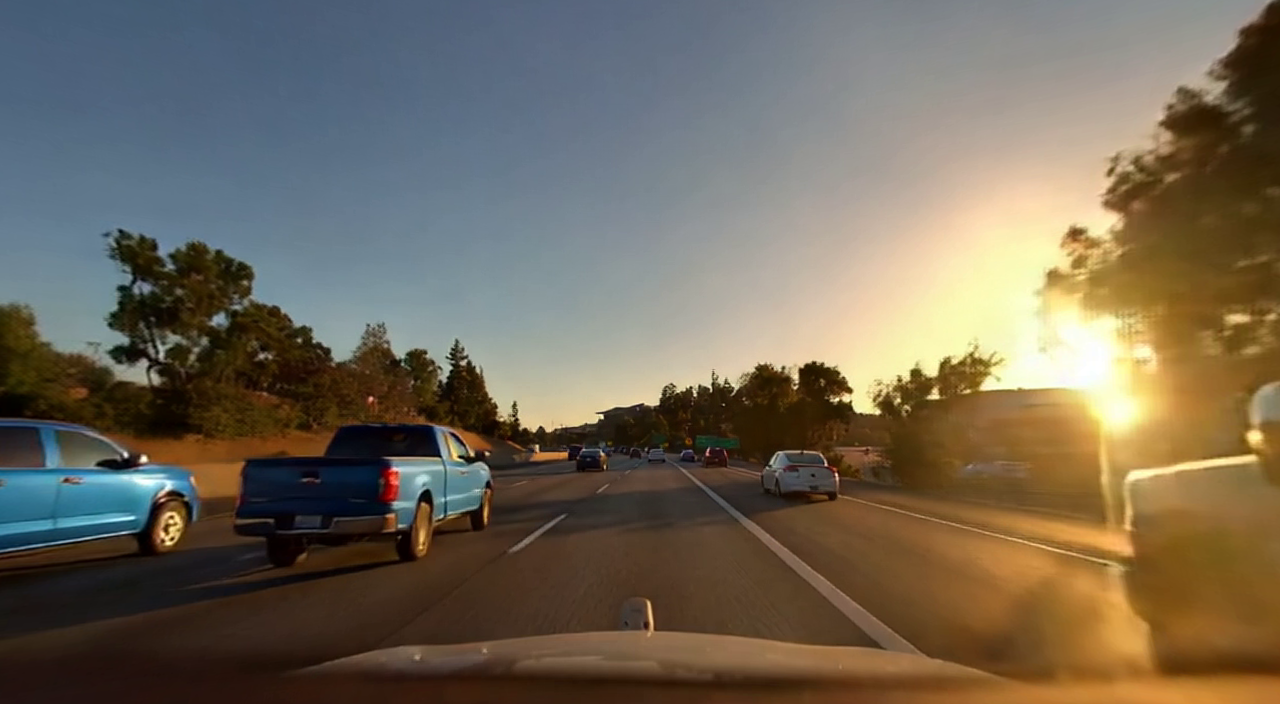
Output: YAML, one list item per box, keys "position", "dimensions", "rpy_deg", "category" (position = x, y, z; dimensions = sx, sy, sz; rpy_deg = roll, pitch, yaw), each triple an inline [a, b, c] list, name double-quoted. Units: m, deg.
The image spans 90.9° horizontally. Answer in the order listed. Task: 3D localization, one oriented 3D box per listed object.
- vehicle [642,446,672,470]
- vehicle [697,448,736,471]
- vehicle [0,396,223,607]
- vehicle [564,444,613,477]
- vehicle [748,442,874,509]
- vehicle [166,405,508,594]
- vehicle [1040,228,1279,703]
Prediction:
- position: [1.218, 7.743, 46.407]
  dimensions: [2.080, 1.682, 4.150]
  rpy_deg: [0, -8, 1]
  category: "vehicle"
- position: [5.135, 7.283, 42.876]
  dimensions: [2.072, 1.456, 4.537]
  rpy_deg: [0, -8, 1]
  category: "vehicle"
- position: [-6.765, 1.329, 5.656]
  dimensions: [2.428, 1.812, 5.131]
  rpy_deg: [0, -8, 2]
  category: "vehicle"
- position: [-2.782, 5.988, 35.237]
  dimensions: [2.209, 1.714, 4.576]
  rpy_deg: [0, -8, 2]
  category: "vehicle"
- position: [4.299, 3.168, 16.733]
  dimensions: [2.111, 1.498, 4.466]
  rpy_deg: [0, -8, 0]
  category: "vehicle"
- position: [-3.379, 1.742, 8.362]
  dimensions: [2.146, 1.775, 4.553]
  rpy_deg: [0, -8, 2]
  category: "vehicle"
- position: [3.752, 0.296, 0.170]
  dimensions: [3.024, 2.092, 6.797]
  rpy_deg: [0, -8, 2]
  category: "vehicle"
